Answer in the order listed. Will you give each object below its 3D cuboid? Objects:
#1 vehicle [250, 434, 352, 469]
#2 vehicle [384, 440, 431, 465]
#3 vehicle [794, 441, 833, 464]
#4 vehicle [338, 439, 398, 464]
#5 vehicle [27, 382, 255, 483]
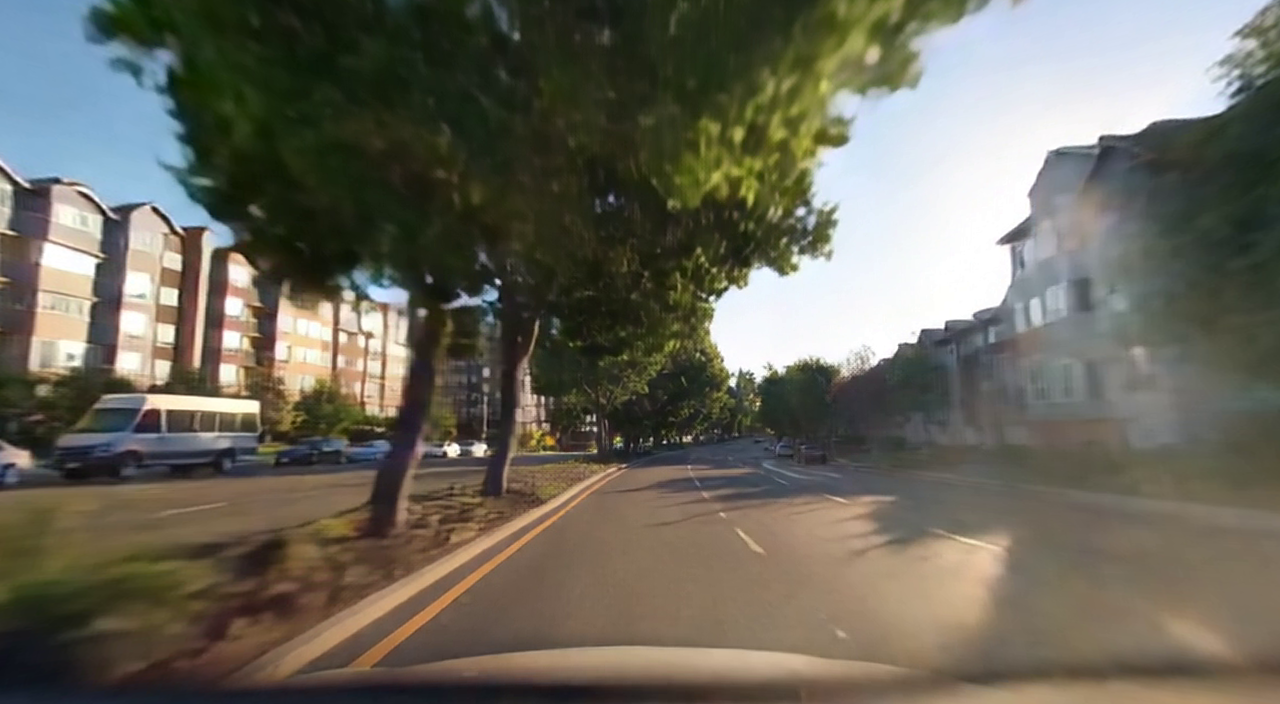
[{"bbox_3d":[-17.994,5.331,33.953,2.076,1.703,5.595,0,-9,4],"label":"vehicle"},{"bbox_3d":[-17.086,7.402,46.598,1.686,1.671,4.477,-1,-9,1],"label":"vehicle"},{"bbox_3d":[12.734,7.410,46.740,1.992,1.615,4.460,-1,-9,5],"label":"vehicle"},{"bbox_3d":[-17.520,6.458,40.983,1.854,1.490,4.331,-2,-9,2],"label":"vehicle"},{"bbox_3d":[-18.448,3.137,24.156,2.766,3.279,6.821,0,-9,3],"label":"vehicle"}]
